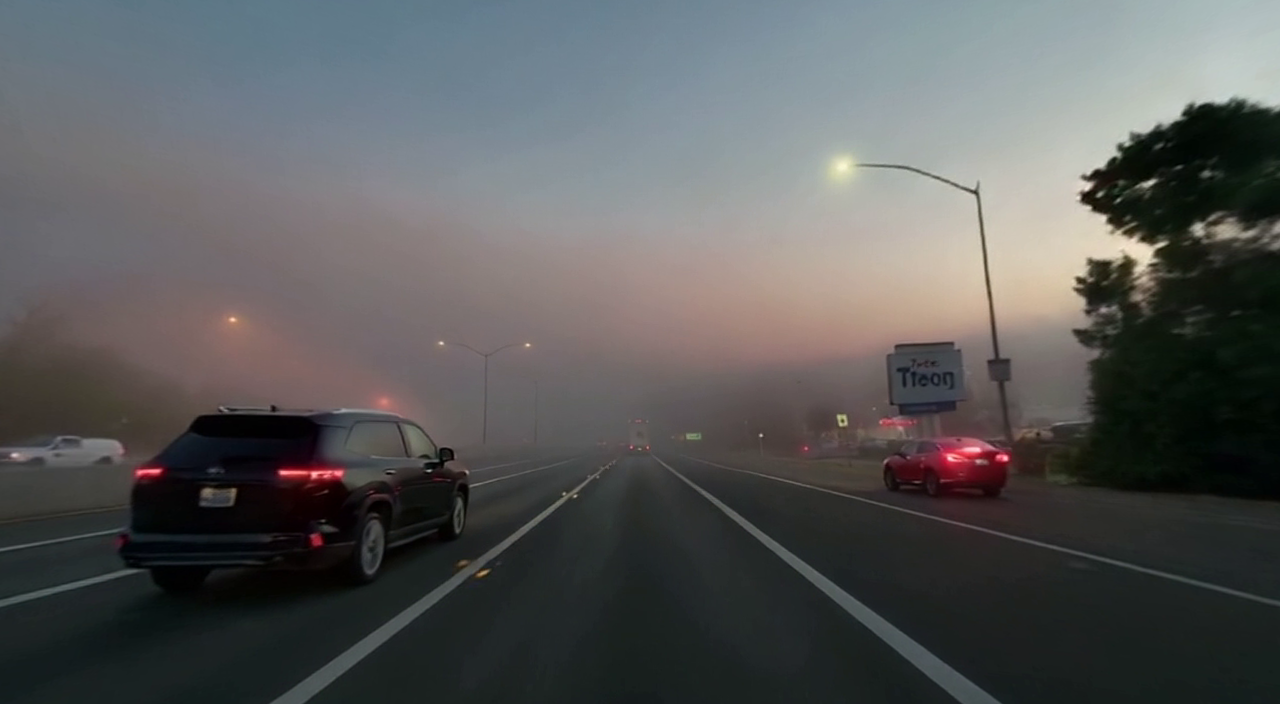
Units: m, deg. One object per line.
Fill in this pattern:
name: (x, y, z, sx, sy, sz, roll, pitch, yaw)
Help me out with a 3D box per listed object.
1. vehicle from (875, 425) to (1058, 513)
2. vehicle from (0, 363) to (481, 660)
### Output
vehicle: (7.093, 2.573, 14.238, 1.958, 1.681, 4.109, 0, -8, 1)
vehicle: (-3.351, 1.339, 6.404, 2.178, 1.826, 4.933, 0, -8, 0)
